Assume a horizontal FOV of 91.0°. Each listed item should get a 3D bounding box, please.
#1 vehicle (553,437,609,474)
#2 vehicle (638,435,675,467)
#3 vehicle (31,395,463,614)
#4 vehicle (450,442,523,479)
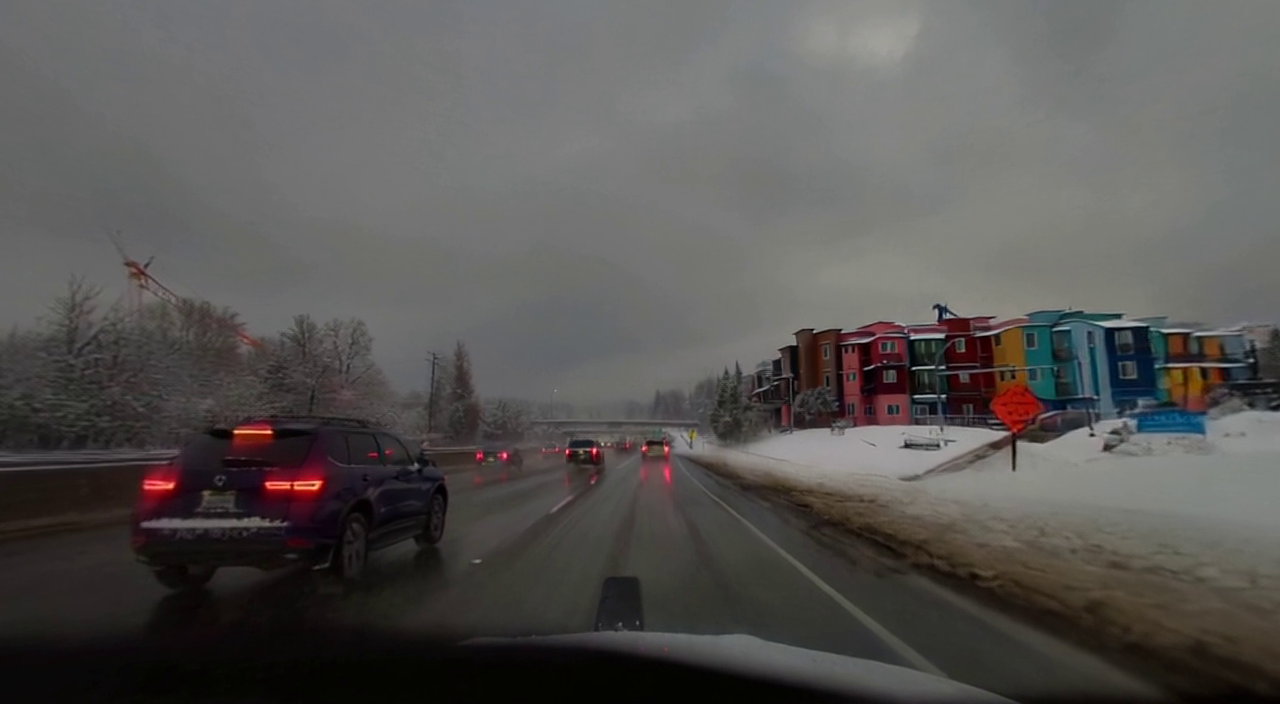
[{"bbox_3d":[-2.823,5.099,31.218,2.109,1.657,4.554,0,-8,3],"label":"vehicle"},{"bbox_3d":[0.985,5.957,38.104,2.116,1.763,4.352,0,-8,2],"label":"vehicle"},{"bbox_3d":[-3.759,1.530,7.266,2.045,1.710,4.382,0,-8,1],"label":"vehicle"},{"bbox_3d":[-6.703,4.776,28.050,1.959,1.486,4.460,0,-8,2],"label":"vehicle"}]
